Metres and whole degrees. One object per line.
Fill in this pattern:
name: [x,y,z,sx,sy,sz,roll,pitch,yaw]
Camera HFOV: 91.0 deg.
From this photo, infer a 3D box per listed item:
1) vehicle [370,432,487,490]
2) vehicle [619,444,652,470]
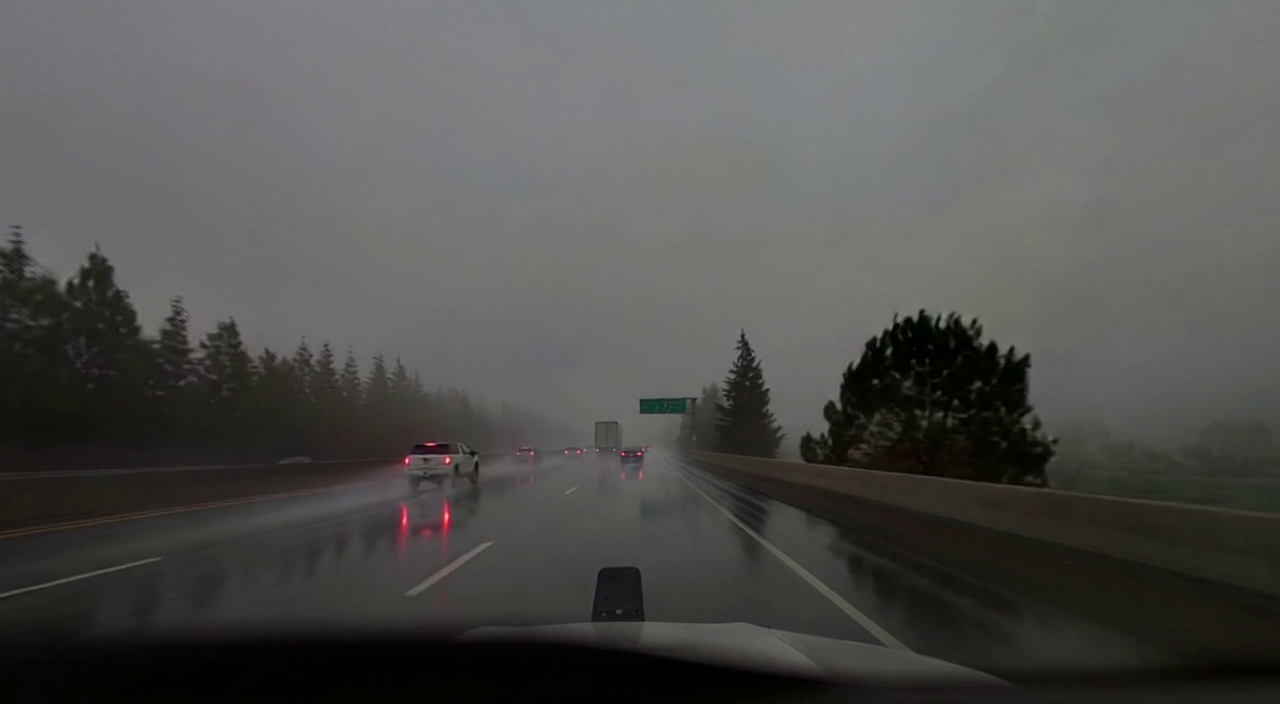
vehicle: [-7.263,3.793,22.381,2.115,1.778,5.572,0,-8,1]
vehicle: [-0.247,6.647,40.000,1.931,1.528,4.126,0,-8,1]
